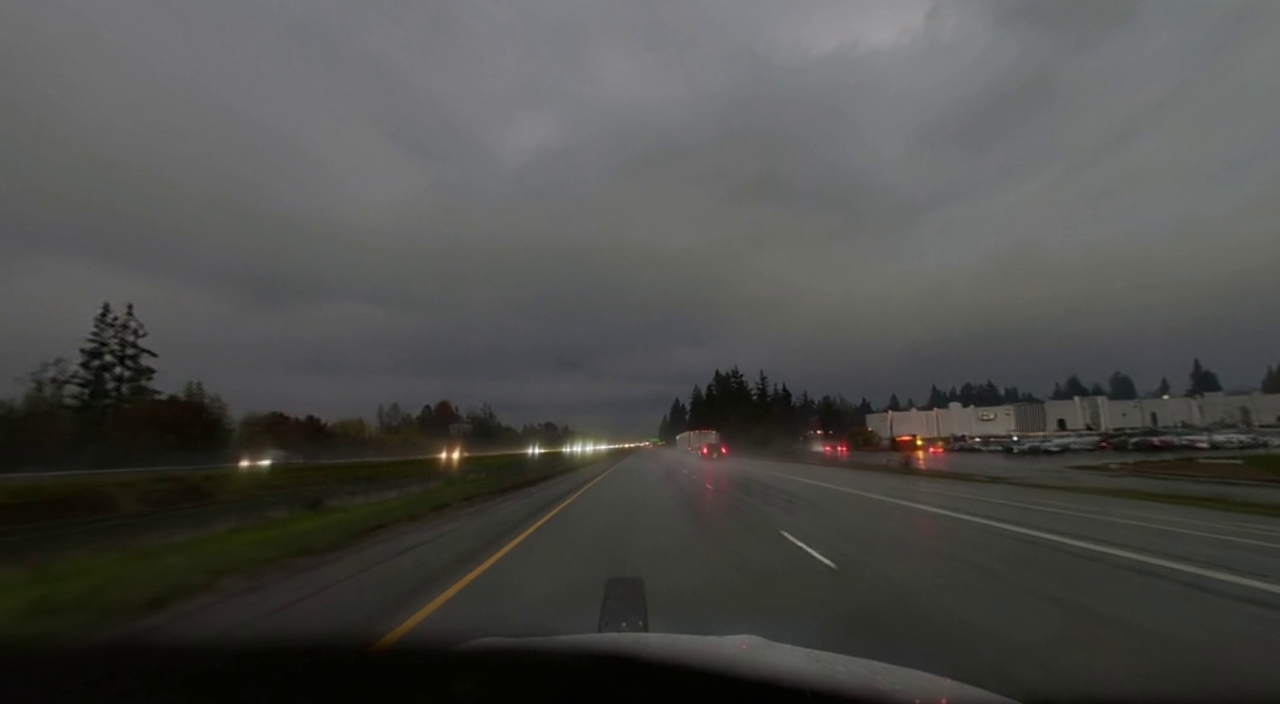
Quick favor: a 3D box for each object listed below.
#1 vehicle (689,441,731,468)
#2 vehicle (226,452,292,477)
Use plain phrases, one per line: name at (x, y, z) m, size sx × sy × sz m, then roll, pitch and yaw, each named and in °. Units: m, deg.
vehicle at (4.216, 6.232, 38.498) m, size 2.062 × 1.518 × 4.026 m, roll 0°, pitch -8°, yaw -1°
vehicle at (-27.602, 8.112, 45.849) m, size 1.906 × 1.658 × 4.584 m, roll 0°, pitch -8°, yaw 1°
